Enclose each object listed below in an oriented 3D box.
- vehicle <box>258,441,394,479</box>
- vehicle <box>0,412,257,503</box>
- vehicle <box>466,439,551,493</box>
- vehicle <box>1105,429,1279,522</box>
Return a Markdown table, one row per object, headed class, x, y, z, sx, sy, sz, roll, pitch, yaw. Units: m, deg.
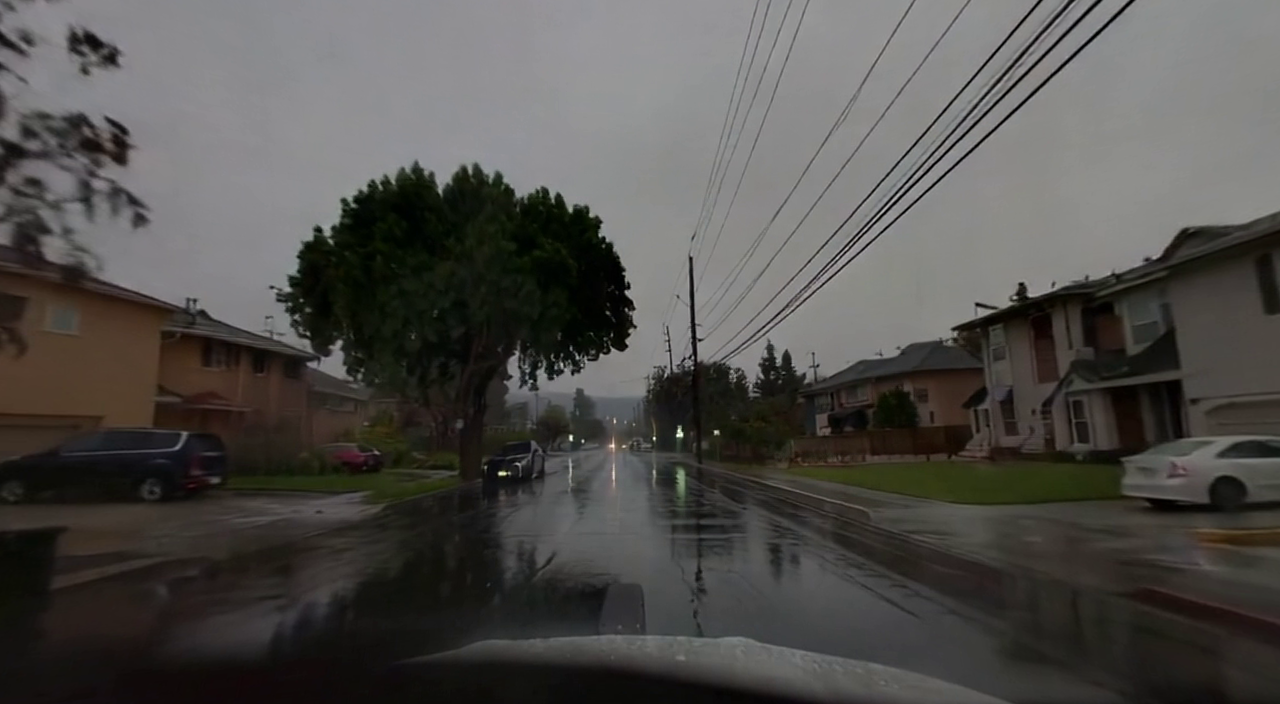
| class | x | y | z | sx | sy | sz | roll | pitch | yaw |
| --- | --- | --- | --- | --- | --- | --- | --- | --- | --- |
| vehicle | -12.668 | 4.393 | 25.782 | 4.526 | 1.449 | 1.869 | 1 | -9 | -10 |
| vehicle | -12.551 | 2.534 | 15.371 | 4.962 | 1.866 | 2.075 | 3 | -9 | -3 |
| vehicle | -4.703 | 4.104 | 23.266 | 2.207 | 1.669 | 4.363 | -1 | -7 | 0 |
| vehicle | 11.824 | 2.180 | 11.689 | 4.700 | 1.441 | 2.167 | -2 | -8 | -2 |
